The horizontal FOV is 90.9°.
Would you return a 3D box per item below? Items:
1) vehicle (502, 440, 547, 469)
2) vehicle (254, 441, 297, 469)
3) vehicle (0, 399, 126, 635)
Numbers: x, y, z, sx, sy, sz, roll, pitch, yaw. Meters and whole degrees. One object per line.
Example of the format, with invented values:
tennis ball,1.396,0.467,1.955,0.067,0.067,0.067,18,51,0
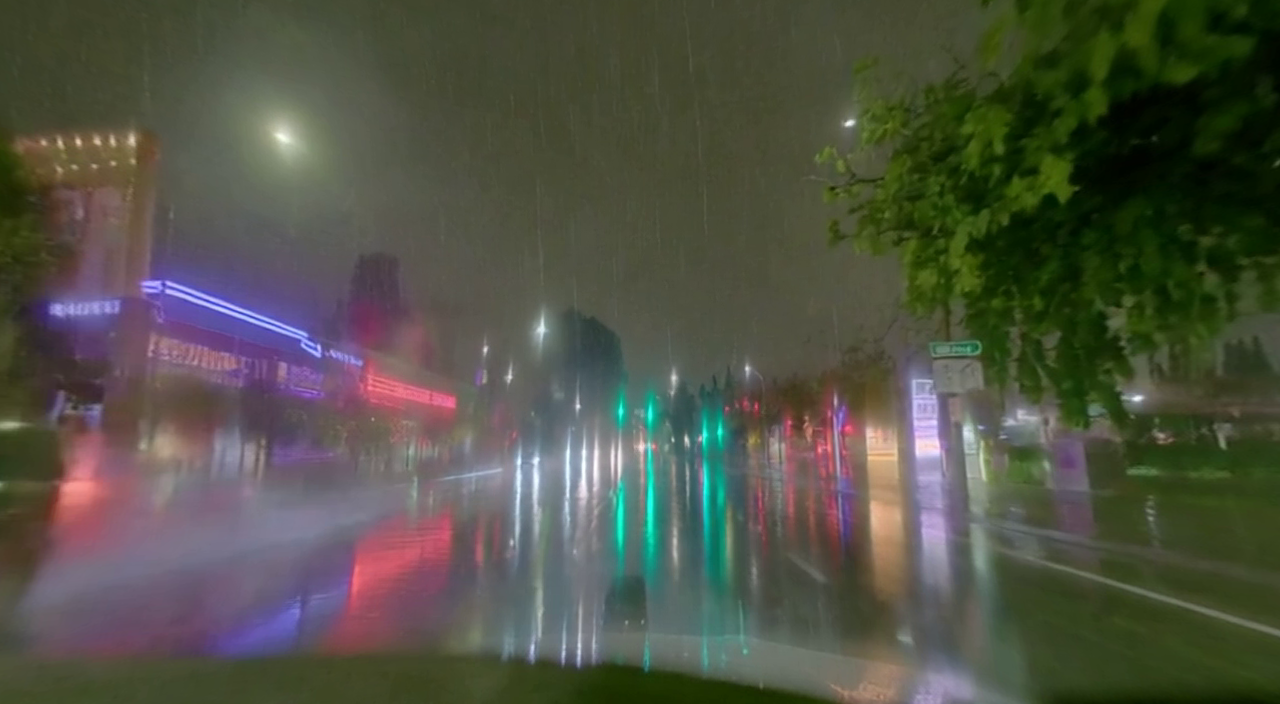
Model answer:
vehicle,-8.159,7.265,44.947,2.242,1.919,4.922,0,-8,1
vehicle,-26.142,7.324,45.094,2.099,1.901,4.832,6,-10,-35
vehicle,-5.752,1.047,3.484,2.055,1.714,4.374,0,-8,1
